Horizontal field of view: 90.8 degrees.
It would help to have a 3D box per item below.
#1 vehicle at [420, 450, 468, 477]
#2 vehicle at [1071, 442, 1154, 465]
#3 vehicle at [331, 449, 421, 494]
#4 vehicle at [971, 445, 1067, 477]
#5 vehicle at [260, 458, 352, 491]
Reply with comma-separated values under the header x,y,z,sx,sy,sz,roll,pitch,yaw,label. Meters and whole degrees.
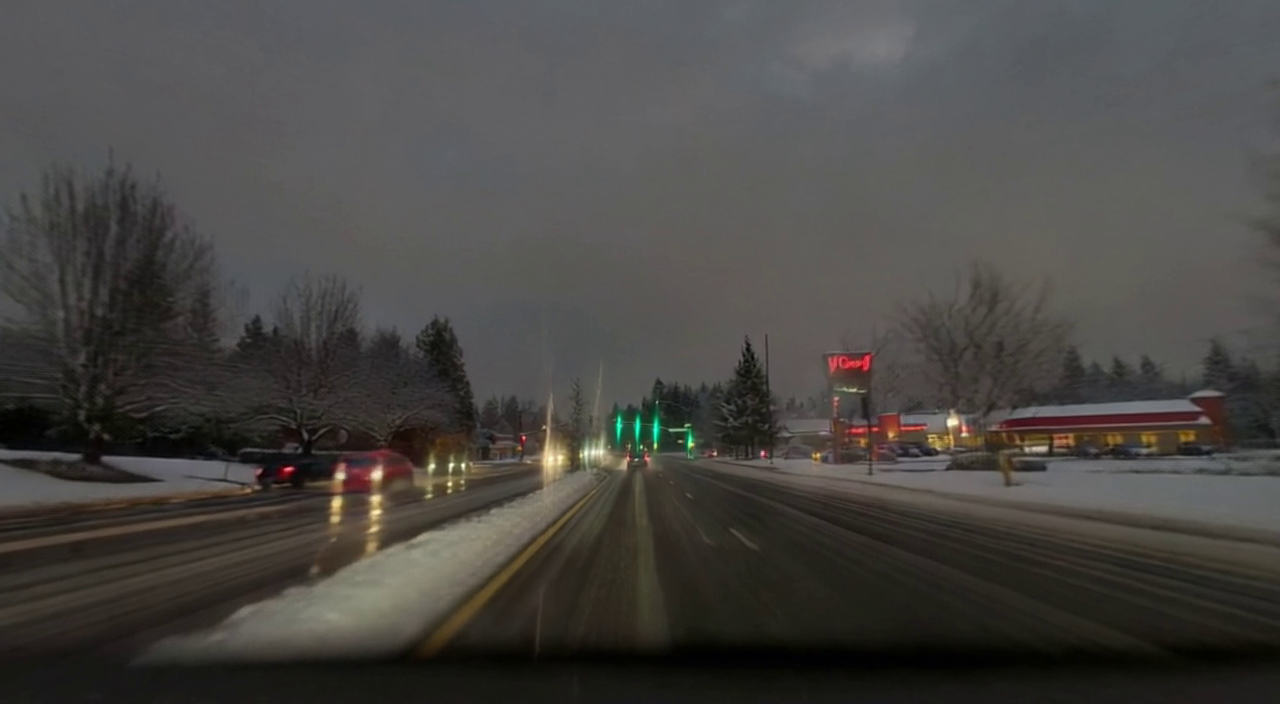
x,y,z,sx,sy,sz,roll,pitch,yaw,label
-14.588,8.273,47.268,2.046,1.900,4.689,0,-9,0,vehicle
32.094,6.932,42.992,4.036,1.512,1.856,0,-9,1,vehicle
-11.404,5.134,27.648,2.004,1.787,4.384,0,-9,0,vehicle
19.538,5.569,32.550,4.333,1.532,2.037,4,-10,-25,vehicle
-19.766,7.197,37.514,4.346,1.755,1.874,8,-12,-44,vehicle
